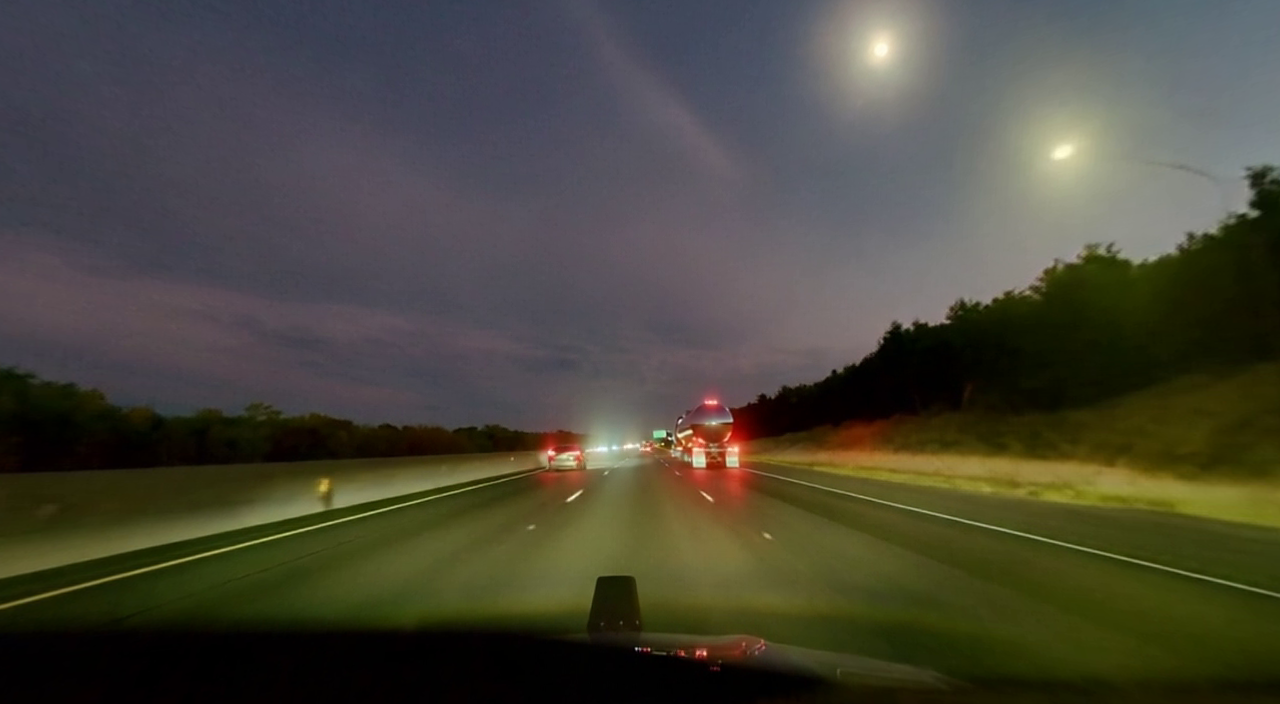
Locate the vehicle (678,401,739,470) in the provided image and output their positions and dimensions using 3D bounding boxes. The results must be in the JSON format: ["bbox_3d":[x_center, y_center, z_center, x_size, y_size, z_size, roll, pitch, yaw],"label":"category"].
[{"bbox_3d":[3.990,5.268,39.109,2.759,3.734,9.708,0,-9,0],"label":"vehicle"}]

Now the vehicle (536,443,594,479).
[{"bbox_3d":[-3.302,4.888,28.581,1.986,1.458,4.506,0,-9,1],"label":"vehicle"}]
